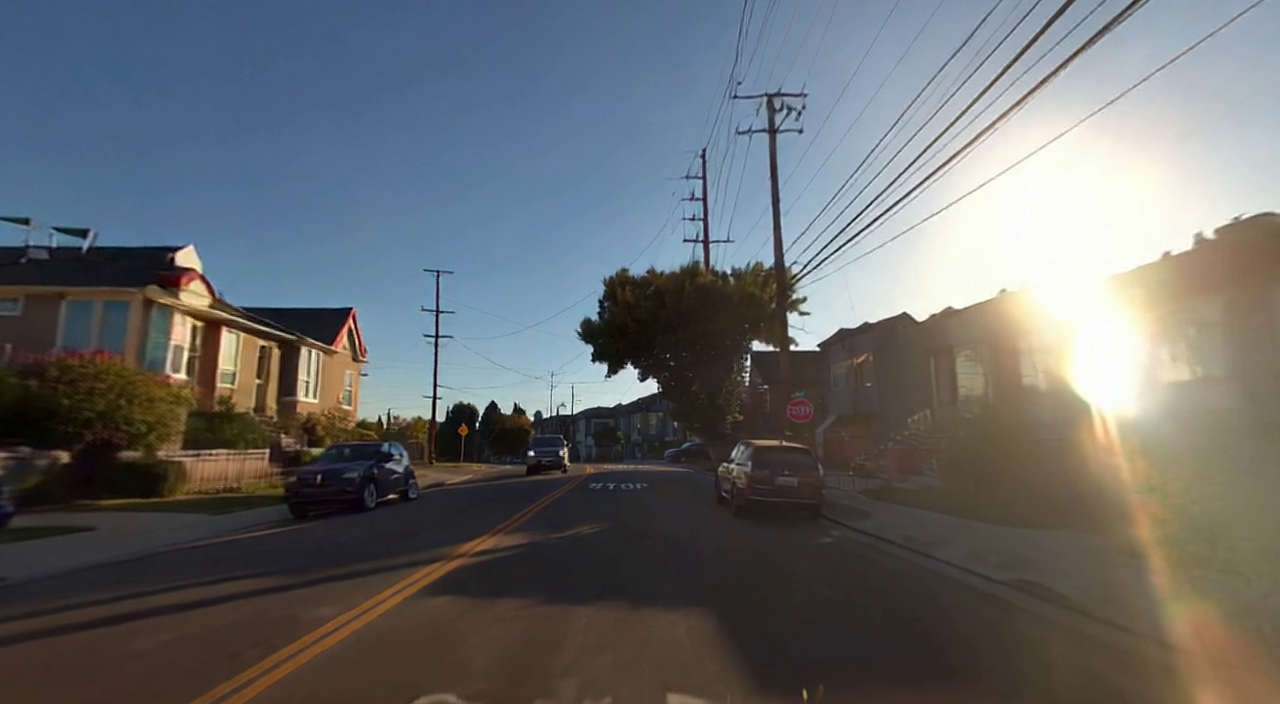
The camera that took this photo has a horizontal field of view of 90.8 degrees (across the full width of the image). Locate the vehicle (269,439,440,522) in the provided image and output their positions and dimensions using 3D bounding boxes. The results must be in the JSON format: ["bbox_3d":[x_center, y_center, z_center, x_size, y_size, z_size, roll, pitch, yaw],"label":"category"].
[{"bbox_3d":[-6.983,3.129,16.160,2.156,1.728,4.619,-2,-8,1],"label":"vehicle"}]

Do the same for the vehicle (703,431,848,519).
[{"bbox_3d":[2.626,2.514,13.473,2.080,1.531,4.415,0,-8,-1],"label":"vehicle"}]

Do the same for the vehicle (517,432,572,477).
[{"bbox_3d":[-4.401,4.799,29.805,2.277,1.970,4.512,1,-8,-5],"label":"vehicle"}]
